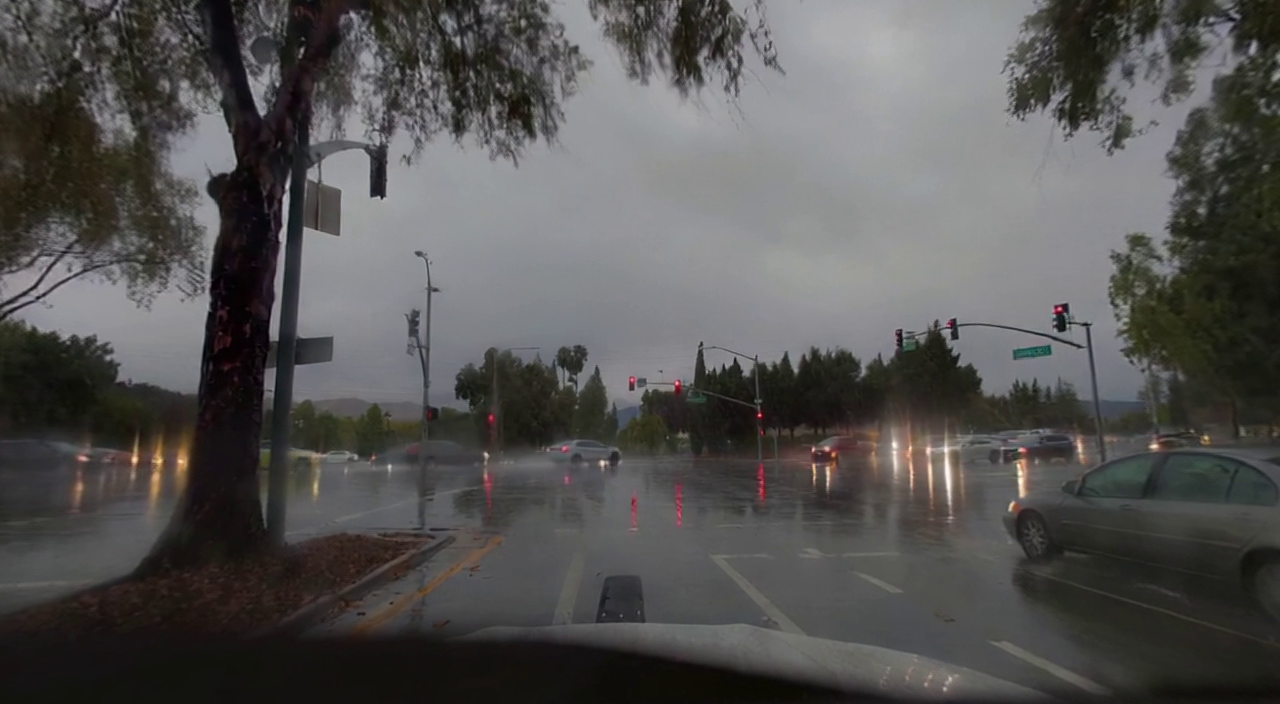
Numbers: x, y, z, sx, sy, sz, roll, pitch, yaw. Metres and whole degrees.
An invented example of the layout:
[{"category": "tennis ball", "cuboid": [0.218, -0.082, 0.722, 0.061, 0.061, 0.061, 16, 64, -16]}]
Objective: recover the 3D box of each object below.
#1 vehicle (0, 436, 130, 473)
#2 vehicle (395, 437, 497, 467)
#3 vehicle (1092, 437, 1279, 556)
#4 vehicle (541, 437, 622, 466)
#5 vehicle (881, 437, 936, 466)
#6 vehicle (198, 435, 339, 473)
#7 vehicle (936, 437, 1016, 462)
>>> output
[{"category": "vehicle", "cuboid": [-24.618, 4.283, 26.427, 4.580, 1.472, 1.891, 3, -9, -16]}, {"category": "vehicle", "cuboid": [-10.485, 5.428, 34.383, 4.912, 1.485, 1.922, 8, -11, -41]}, {"category": "vehicle", "cuboid": [9.240, 2.088, 9.129, 1.993, 1.505, 4.721, 5, -9, 0]}, {"category": "vehicle", "cuboid": [-3.253, 5.606, 35.678, 1.896, 1.544, 4.331, -8, -12, 44]}, {"category": "vehicle", "cuboid": [14.813, 5.513, 35.097, 1.962, 1.468, 4.516, -2, -9, 12]}, {"category": "vehicle", "cuboid": [-15.595, 4.316, 26.895, 4.849, 1.476, 1.935, 3, -9, -22]}, {"category": "vehicle", "cuboid": [22.193, 6.427, 41.792, 4.481, 1.561, 2.001, 3, -9, -18]}]
